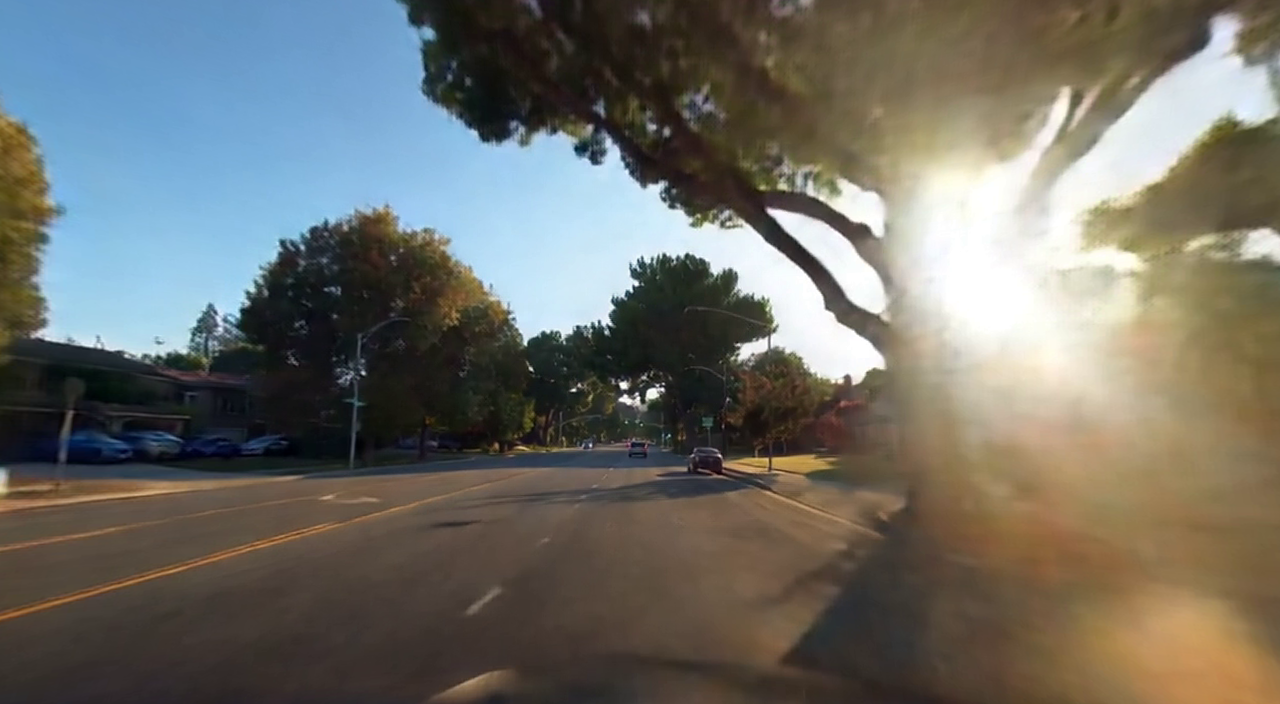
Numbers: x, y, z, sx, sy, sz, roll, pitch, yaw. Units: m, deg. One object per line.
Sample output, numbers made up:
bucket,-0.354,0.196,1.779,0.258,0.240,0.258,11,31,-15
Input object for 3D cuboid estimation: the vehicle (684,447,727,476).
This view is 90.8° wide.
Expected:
vehicle,3.639,6.150,35.640,1.942,1.502,4.244,0,-8,0

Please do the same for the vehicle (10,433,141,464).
vehicle,-28.546,4.892,32.087,4.637,1.472,1.944,0,-8,-3

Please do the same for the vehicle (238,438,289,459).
vehicle,-27.820,7.090,46.814,1.753,1.424,4.492,0,-8,-11

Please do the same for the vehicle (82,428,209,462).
vehicle,-27.654,5.205,35.447,5.295,1.839,2.205,0,-8,2

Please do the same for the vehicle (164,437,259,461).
vehicle,-26.900,6.096,39.845,4.450,1.472,1.982,2,-9,-15
